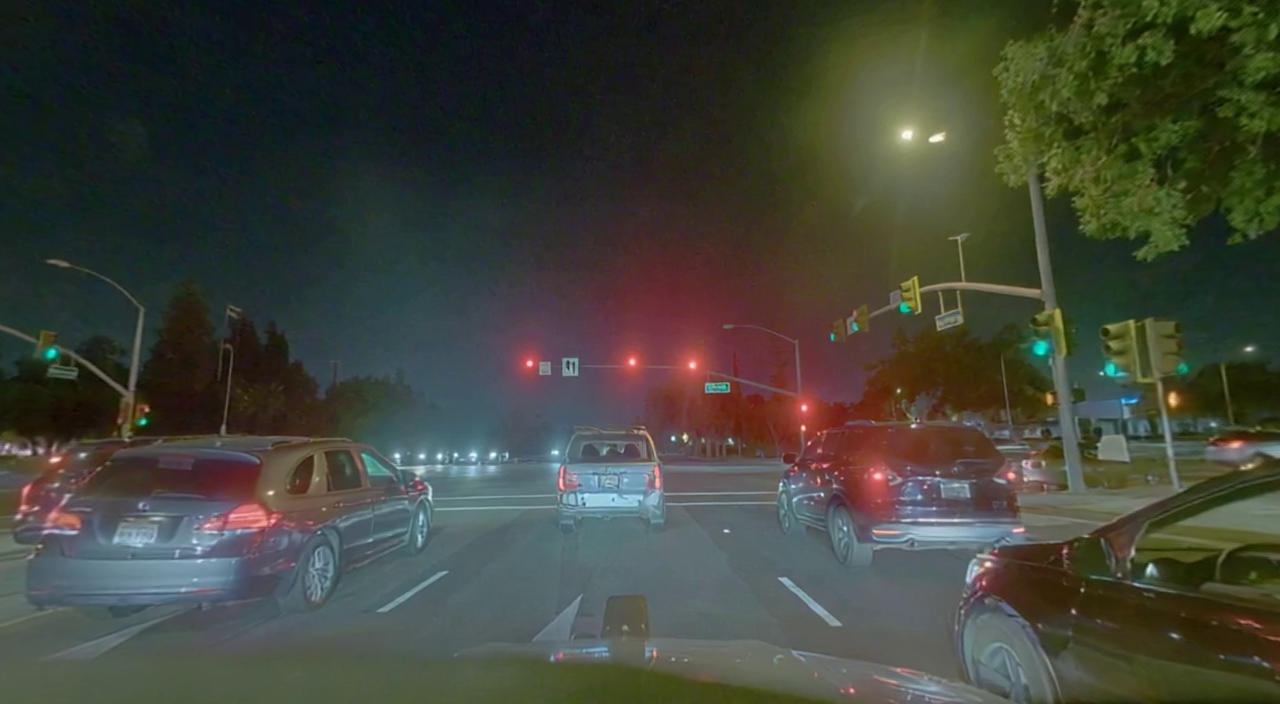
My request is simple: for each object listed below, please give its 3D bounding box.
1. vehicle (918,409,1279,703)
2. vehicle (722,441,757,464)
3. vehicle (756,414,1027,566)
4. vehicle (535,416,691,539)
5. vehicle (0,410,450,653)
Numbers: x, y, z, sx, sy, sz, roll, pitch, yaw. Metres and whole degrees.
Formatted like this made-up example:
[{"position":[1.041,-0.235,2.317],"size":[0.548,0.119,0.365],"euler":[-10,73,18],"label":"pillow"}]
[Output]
[{"position":[3.257,1.025,2.846],"size":[1.960,1.460,4.233],"euler":[0,-8,-2],"label":"vehicle"},{"position":[7.638,7.753,48.775],"size":[1.986,1.701,4.380],"euler":[0,-8,-1],"label":"vehicle"},{"position":[3.294,1.899,9.487],"size":[2.097,1.707,4.461],"euler":[0,-8,-2],"label":"vehicle"},{"position":[-0.405,2.088,11.059],"size":[2.215,1.749,3.976],"euler":[0,-8,-1],"label":"vehicle"},{"position":[-3.538,1.440,6.171],"size":[1.941,1.492,4.399],"euler":[0,-8,1],"label":"vehicle"}]
